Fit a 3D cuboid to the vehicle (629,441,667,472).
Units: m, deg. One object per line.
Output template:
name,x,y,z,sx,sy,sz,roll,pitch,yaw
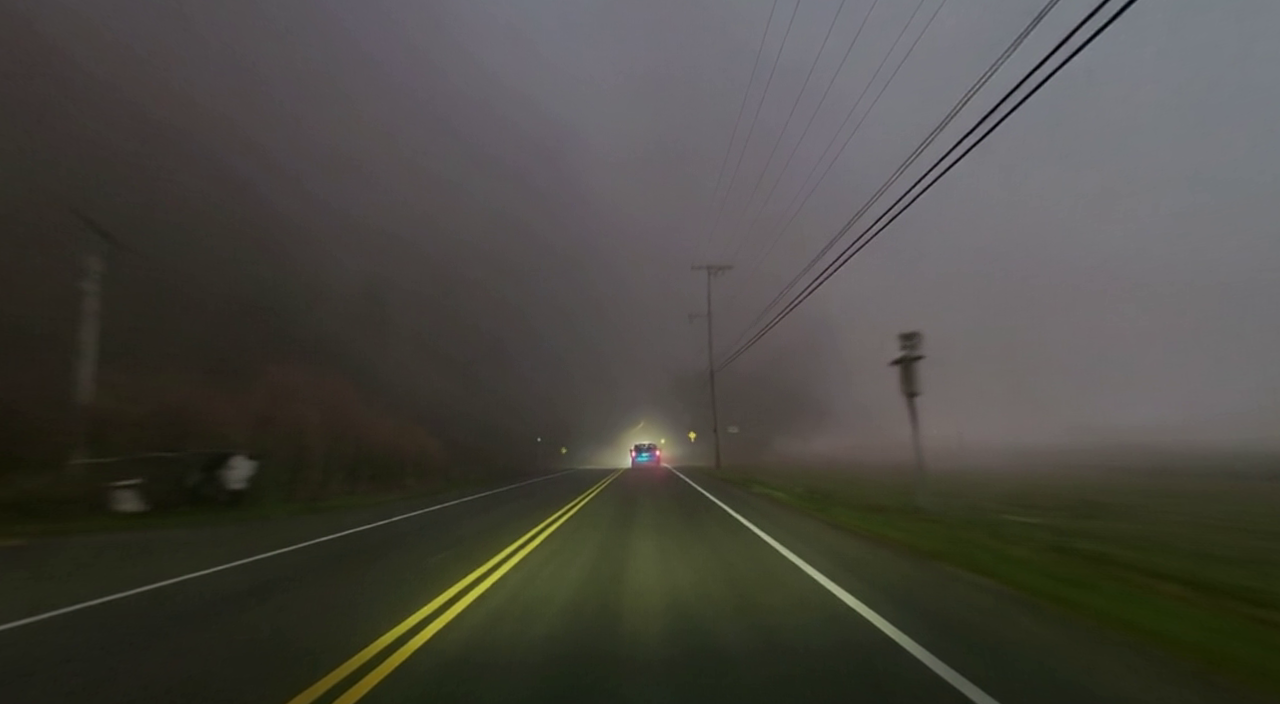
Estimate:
vehicle,0.537,7.309,44.443,2.468,2.056,4.422,0,-9,0
